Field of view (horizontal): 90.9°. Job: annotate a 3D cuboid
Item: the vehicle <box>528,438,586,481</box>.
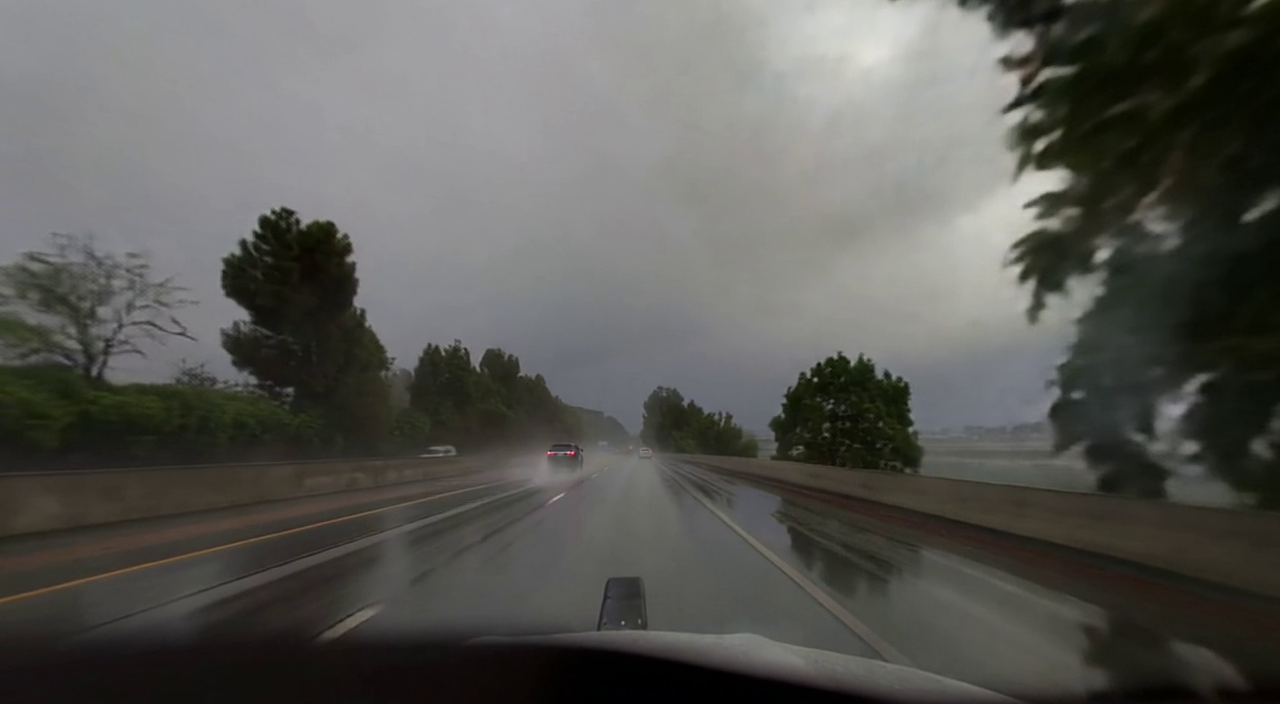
[{"bbox_3d":[-3.774,4.972,29.434,2.056,1.811,4.202,0,-9,1],"label":"vehicle"}]
